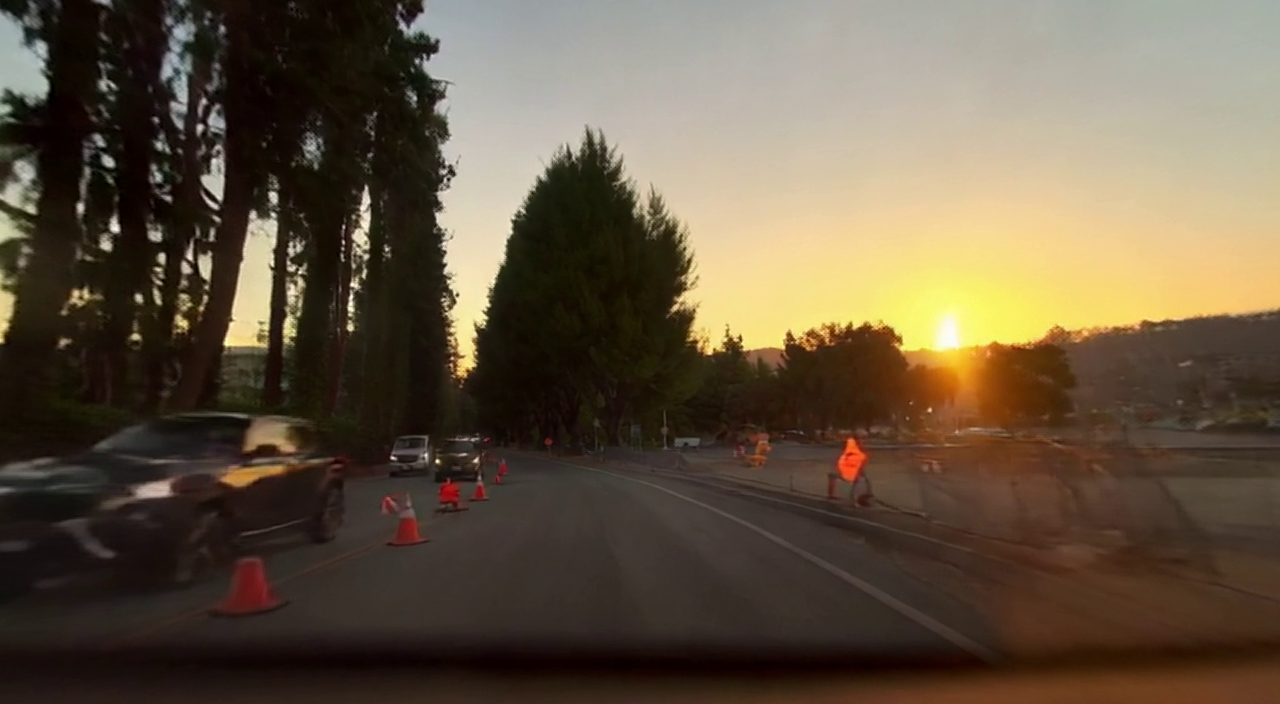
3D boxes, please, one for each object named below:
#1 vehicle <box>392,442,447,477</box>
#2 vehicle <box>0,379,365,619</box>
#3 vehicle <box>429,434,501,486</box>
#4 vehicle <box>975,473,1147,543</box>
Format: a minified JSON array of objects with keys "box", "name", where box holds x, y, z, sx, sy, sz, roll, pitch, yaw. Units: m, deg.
[{"box":[-12.585,6.129,36.388,2.206,1.837,4.550,1,-8,-9],"name":"vehicle"},{"box":[-5.638,1.673,8.111,2.260,2.162,4.555,0,-8,-2],"name":"vehicle"},{"box":[-7.125,4.425,26.225,2.193,1.885,4.474,0,-8,-7],"name":"vehicle"},{"box":[13.433,4.920,20.244,4.549,1.745,1.960,1,-5,-14],"name":"vehicle"}]
